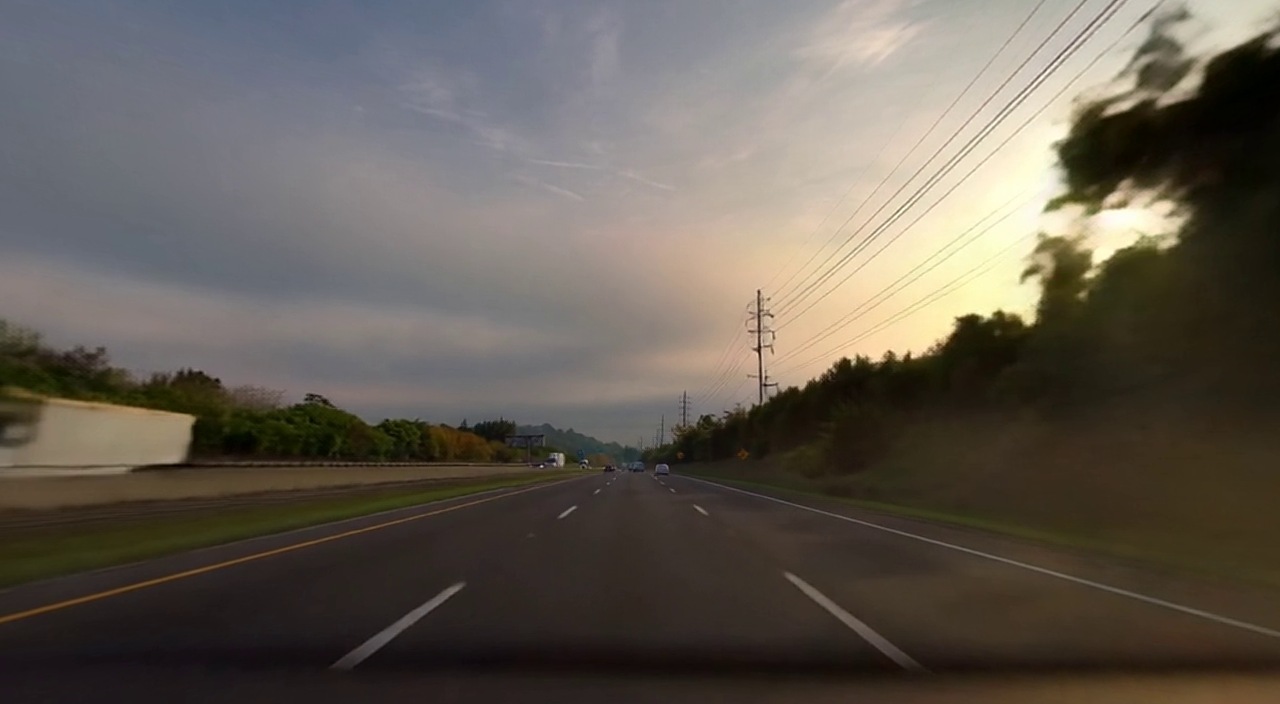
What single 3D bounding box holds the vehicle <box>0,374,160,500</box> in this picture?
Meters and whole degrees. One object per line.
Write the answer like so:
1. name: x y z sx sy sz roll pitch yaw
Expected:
1. vehicle: -16.909 2.267 16.683 2.713 3.016 6.960 2 -10 0
